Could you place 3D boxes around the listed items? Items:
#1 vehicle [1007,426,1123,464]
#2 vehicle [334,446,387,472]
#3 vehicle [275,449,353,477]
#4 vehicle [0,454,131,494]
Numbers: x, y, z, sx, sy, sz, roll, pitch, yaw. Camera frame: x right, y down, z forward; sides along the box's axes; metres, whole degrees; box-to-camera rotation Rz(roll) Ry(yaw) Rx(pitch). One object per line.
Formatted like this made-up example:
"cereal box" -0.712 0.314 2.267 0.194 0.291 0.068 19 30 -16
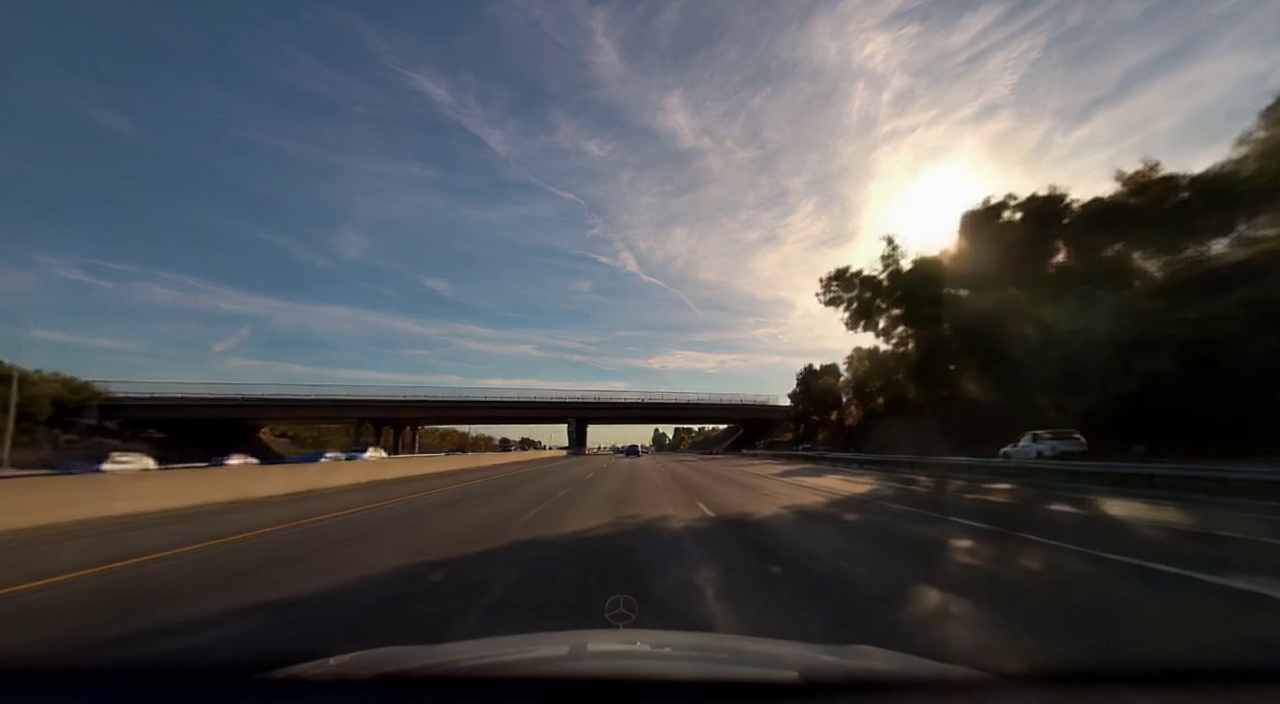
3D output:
"vehicle" 18.565 4.123 27.901 1.916 1.508 4.485 0 -9 -2
"vehicle" -19.673 7.504 44.718 2.048 1.713 4.709 1 -9 -7
"vehicle" -18.656 6.339 36.436 2.035 1.485 4.729 0 -9 -1
"vehicle" -24.099 5.049 26.530 1.902 1.452 4.441 0 -9 -3
